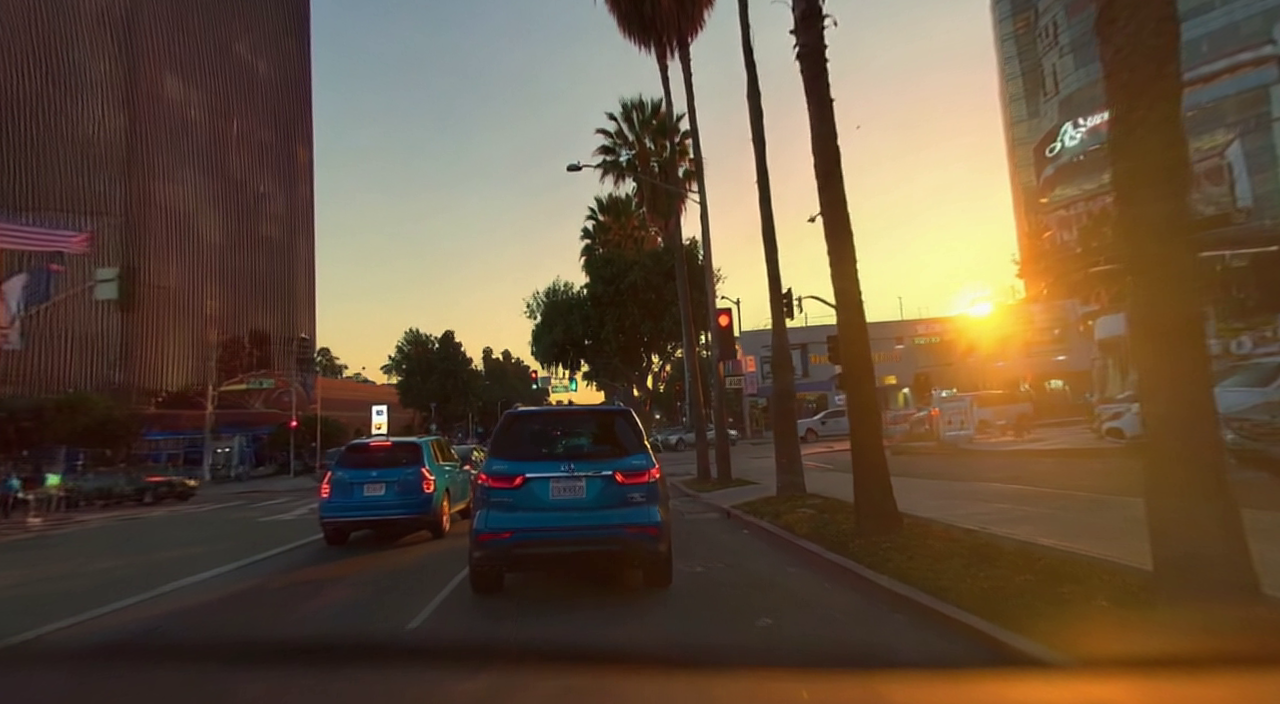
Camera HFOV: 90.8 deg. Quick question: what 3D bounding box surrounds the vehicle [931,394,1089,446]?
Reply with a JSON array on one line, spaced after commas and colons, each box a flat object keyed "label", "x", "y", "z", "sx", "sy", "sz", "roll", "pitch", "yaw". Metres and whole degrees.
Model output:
[{"label": "vehicle", "x": 14.980, "y": 2.807, "z": 25.813, "sx": 5.033, "sy": 1.999, "sz": 2.259, "roll": 0, "pitch": -8, "yaw": -3}]

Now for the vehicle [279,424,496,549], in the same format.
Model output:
[{"label": "vehicle", "x": -4.057, "y": 2.226, "z": 11.288, "sx": 2.097, "sy": 1.692, "sz": 5.030, "roll": 0, "pitch": -8, "yaw": -4}]

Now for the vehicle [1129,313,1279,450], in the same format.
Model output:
[{"label": "vehicle", "x": 10.288, "y": 0.542, "z": 9.369, "sx": 4.420, "sy": 1.766, "sz": 2.104, "roll": 1, "pitch": -9, "yaw": -6}]

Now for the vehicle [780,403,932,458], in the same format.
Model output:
[{"label": "vehicle", "x": 8.607, "y": 3.174, "z": 25.493, "sx": 5.307, "sy": 2.076, "sz": 2.122, "roll": 1, "pitch": -8, "yaw": -6}]

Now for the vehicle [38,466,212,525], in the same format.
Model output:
[{"label": "vehicle", "x": -17.408, "y": 4.777, "z": 21.422, "sx": 4.660, "sy": 1.708, "sz": 2.331, "roll": -3, "pitch": -9, "yaw": 19}]

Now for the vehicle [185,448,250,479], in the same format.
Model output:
[{"label": "vehicle", "x": -28.805, "y": 7.597, "z": 43.245, "sx": 1.783, "sy": 1.997, "sz": 4.000, "roll": 0, "pitch": -8, "yaw": -3}]

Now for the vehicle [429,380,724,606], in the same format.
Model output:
[{"label": "vehicle", "x": -0.704, "y": 1.558, "z": 7.938, "sx": 2.519, "sy": 1.913, "sz": 4.819, "roll": 0, "pitch": -8, "yaw": -4}]
